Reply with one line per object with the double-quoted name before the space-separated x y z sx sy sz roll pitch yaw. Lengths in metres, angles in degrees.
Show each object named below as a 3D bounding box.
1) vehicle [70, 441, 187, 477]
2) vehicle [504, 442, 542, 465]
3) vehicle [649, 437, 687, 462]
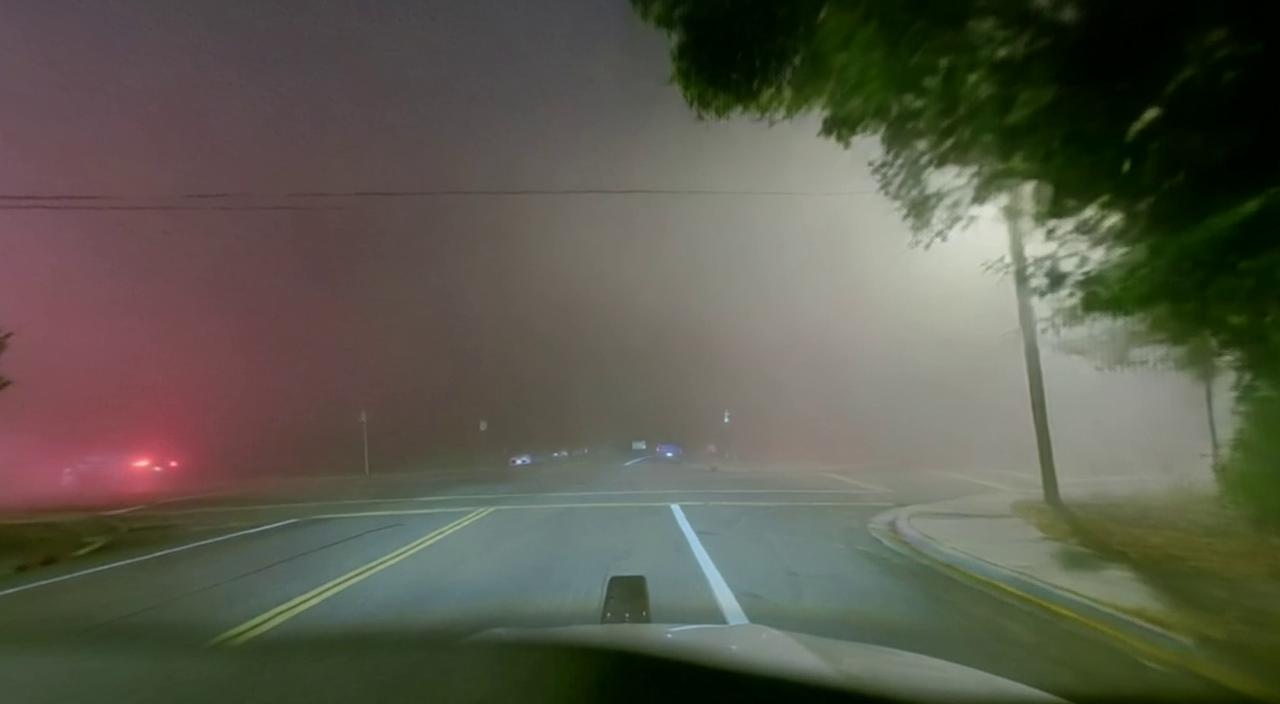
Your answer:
"vehicle" -27.646 5.744 34.108 4.986 1.796 2.066 -2 -8 12
"vehicle" -8.294 7.234 45.087 2.102 1.507 4.049 0 -8 -2
"vehicle" 1.695 6.151 39.794 2.051 1.461 4.100 0 -8 -2
